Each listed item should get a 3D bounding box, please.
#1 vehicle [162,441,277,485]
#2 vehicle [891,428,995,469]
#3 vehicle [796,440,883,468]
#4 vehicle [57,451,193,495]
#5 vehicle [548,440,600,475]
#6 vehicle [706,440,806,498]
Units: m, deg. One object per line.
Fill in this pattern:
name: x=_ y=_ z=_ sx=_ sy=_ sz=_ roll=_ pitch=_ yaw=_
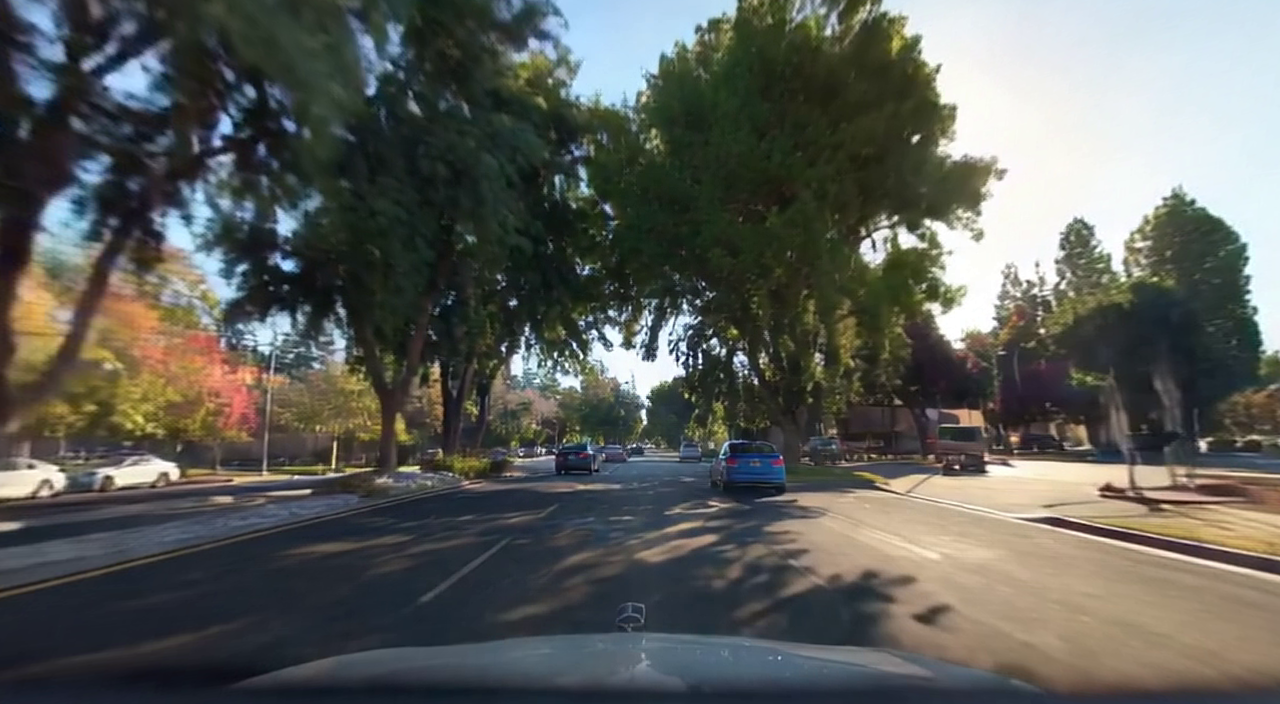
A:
vehicle: x=-22.259 y=5.871 z=33.707 sx=2.255 sy=2.117 sz=5.319 roll=-1 pitch=-8 yaw=3
vehicle: x=16.794 y=5.369 z=35.344 sx=2.160 sy=2.093 sz=5.795 roll=1 pitch=-8 yaw=-10
vehicle: x=13.962 y=7.148 z=44.290 sx=5.342 sy=1.867 sz=2.147 roll=1 pitch=-8 yaw=-7
vehicle: x=-22.267 y=5.227 z=27.567 sx=1.887 sy=1.669 sz=4.753 roll=0 pitch=-8 yaw=1
vehicle: x=-3.254 y=5.315 z=32.079 sx=2.113 sy=1.626 sz=4.129 roll=0 pitch=-8 yaw=1
vehicle: x=3.227 y=3.343 z=18.524 sx=2.083 sy=1.474 sz=4.360 roll=0 pitch=-8 yaw=-1
